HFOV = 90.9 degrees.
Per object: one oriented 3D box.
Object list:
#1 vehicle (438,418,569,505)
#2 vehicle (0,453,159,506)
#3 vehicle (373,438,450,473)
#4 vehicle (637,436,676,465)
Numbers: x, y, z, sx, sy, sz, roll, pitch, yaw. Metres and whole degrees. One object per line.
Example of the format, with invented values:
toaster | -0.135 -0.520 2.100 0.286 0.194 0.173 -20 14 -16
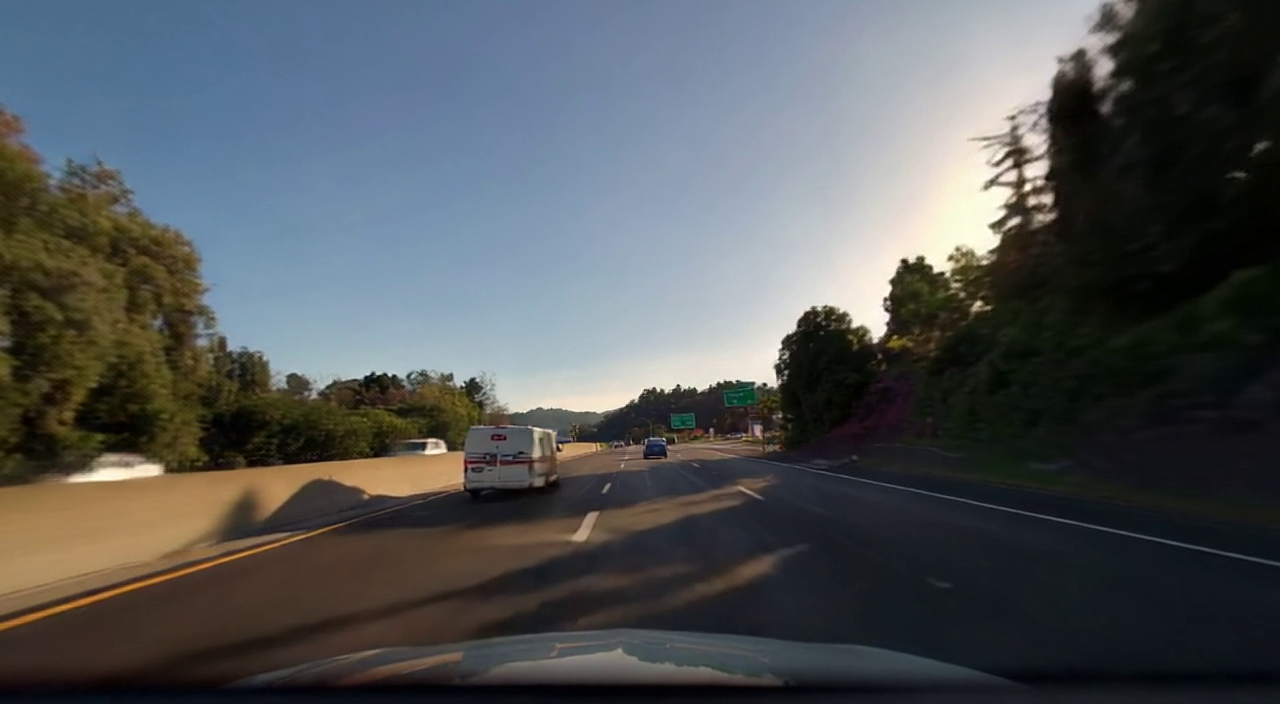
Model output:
vehicle | -3.010 2.504 14.974 2.061 1.732 4.457 0 -8 1
vehicle | -19.090 4.283 21.569 2.015 1.482 4.116 0 -8 0
vehicle | -10.935 4.976 30.595 1.991 1.545 4.735 0 -8 0
vehicle | 0.908 5.821 37.551 2.151 1.550 4.694 0 -8 -1
